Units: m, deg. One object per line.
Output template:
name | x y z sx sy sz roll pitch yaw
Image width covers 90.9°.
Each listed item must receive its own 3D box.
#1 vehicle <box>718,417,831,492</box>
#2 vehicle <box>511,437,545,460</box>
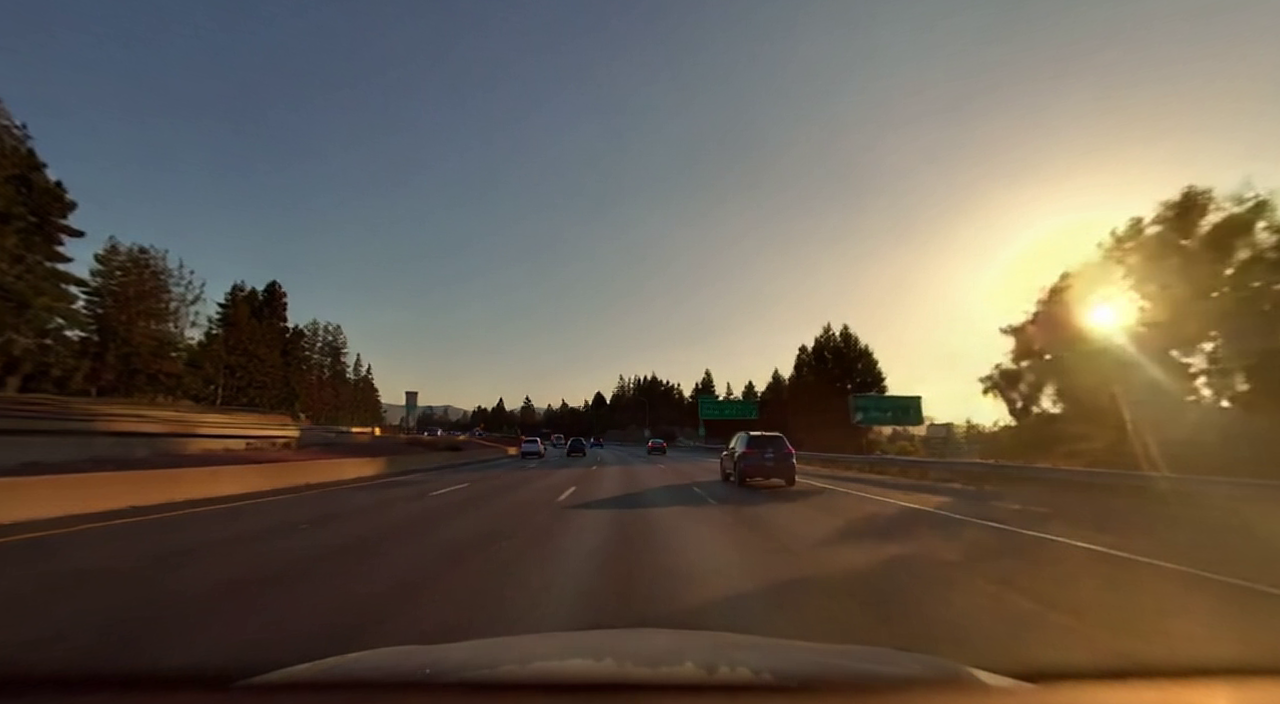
vehicle | 3.505 2.781 17.367 2.043 1.795 4.347 0 -8 -2
vehicle | -8.568 7.397 48.465 2.064 1.645 4.286 0 -8 -4
